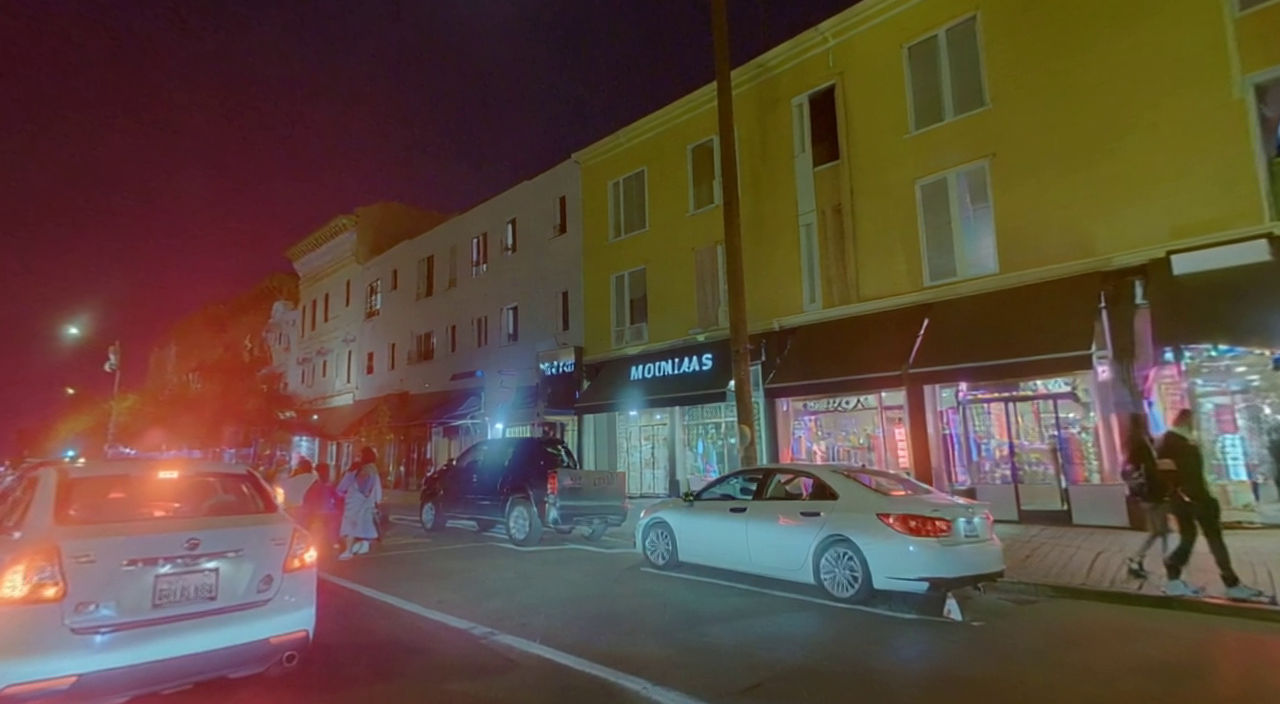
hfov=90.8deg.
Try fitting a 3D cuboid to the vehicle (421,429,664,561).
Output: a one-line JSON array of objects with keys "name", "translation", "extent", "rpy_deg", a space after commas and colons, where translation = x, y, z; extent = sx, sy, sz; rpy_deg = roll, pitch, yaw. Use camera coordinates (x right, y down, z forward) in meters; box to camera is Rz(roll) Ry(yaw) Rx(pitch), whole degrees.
[{"name": "vehicle", "translation": [-1.911, 2.374, 11.316], "extent": [4.580, 1.853, 1.862], "rpy_deg": [-8, -12, 43]}]

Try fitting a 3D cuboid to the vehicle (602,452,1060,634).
[{"name": "vehicle", "translation": [1.897, 1.933, 7.518], "extent": [4.830, 1.421, 1.826], "rpy_deg": [-8, -11, 42]}]

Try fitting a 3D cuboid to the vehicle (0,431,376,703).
[{"name": "vehicle", "translation": [-3.960, 1.336, 4.424], "extent": [4.330, 1.458, 1.932], "rpy_deg": [-7, -11, 37]}]
